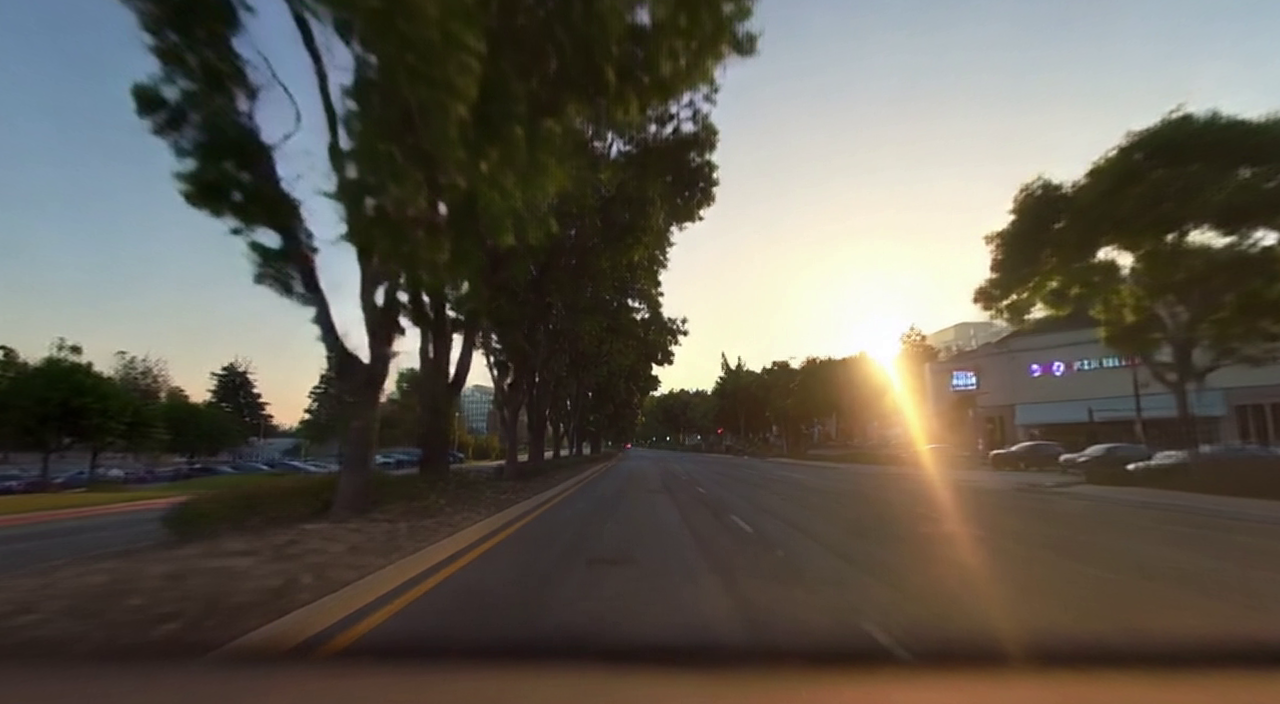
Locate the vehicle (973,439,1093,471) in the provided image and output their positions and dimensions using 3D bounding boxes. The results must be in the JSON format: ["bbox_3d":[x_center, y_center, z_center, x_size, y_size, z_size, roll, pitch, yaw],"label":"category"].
[{"bbox_3d":[20.302,5.338,32.834,4.762,1.550,2.089,-1,-9,3],"label":"vehicle"}]

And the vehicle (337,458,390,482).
[{"bbox_3d":[-19.474,8.336,44.753,1.889,1.497,4.478,-3,-9,-2],"label":"vehicle"}]

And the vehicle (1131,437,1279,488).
[{"bbox_3d":[19.935,3.888,22.187,3.717,1.364,1.861,-5,-11,-1],"label":"vehicle"}]

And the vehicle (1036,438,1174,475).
[{"bbox_3d":[20.177,4.565,27.580,4.333,1.507,2.101,0,-9,0],"label":"vehicle"}]
